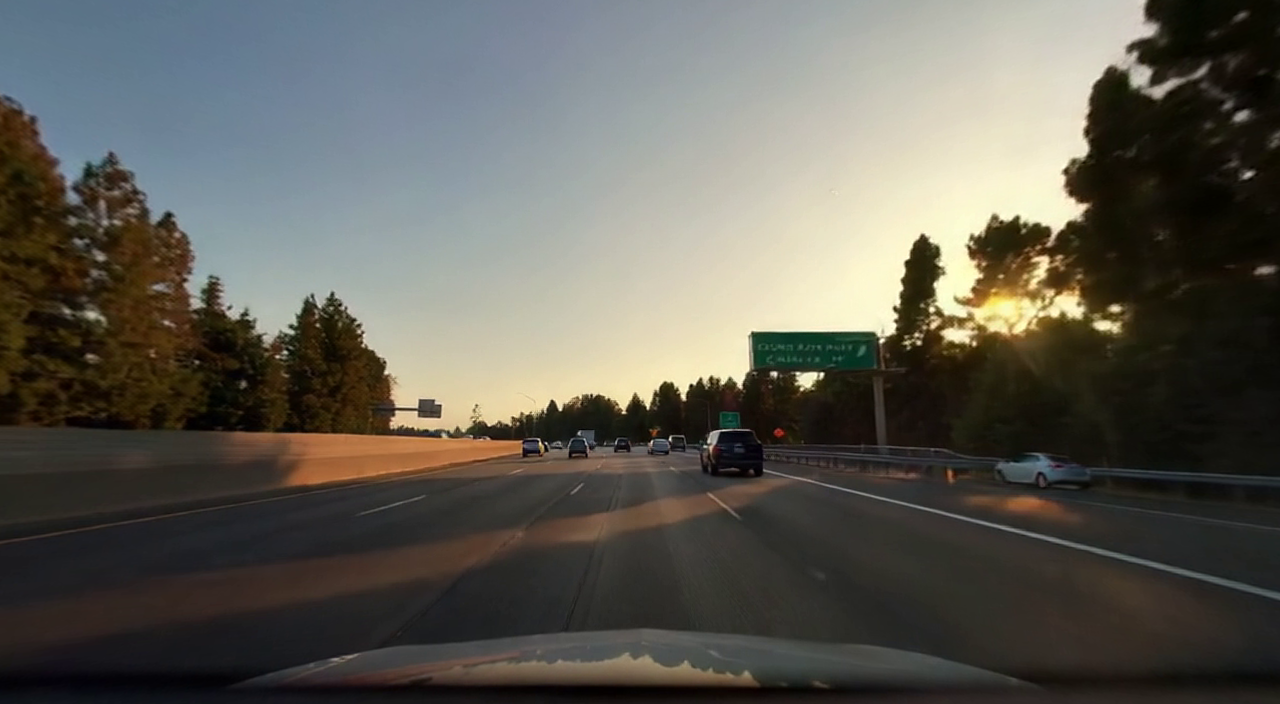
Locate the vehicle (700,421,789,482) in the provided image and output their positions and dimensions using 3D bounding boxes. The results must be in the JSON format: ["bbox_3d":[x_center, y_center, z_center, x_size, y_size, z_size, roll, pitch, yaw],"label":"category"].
[{"bbox_3d":[3.323,3.273,20.995,2.043,1.795,4.347,0,-8,-2],"label":"vehicle"}]

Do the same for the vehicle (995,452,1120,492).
[{"bbox_3d":[18.736,5.369,28.642,2.033,1.580,4.752,1,-8,-7],"label":"vehicle"}]
